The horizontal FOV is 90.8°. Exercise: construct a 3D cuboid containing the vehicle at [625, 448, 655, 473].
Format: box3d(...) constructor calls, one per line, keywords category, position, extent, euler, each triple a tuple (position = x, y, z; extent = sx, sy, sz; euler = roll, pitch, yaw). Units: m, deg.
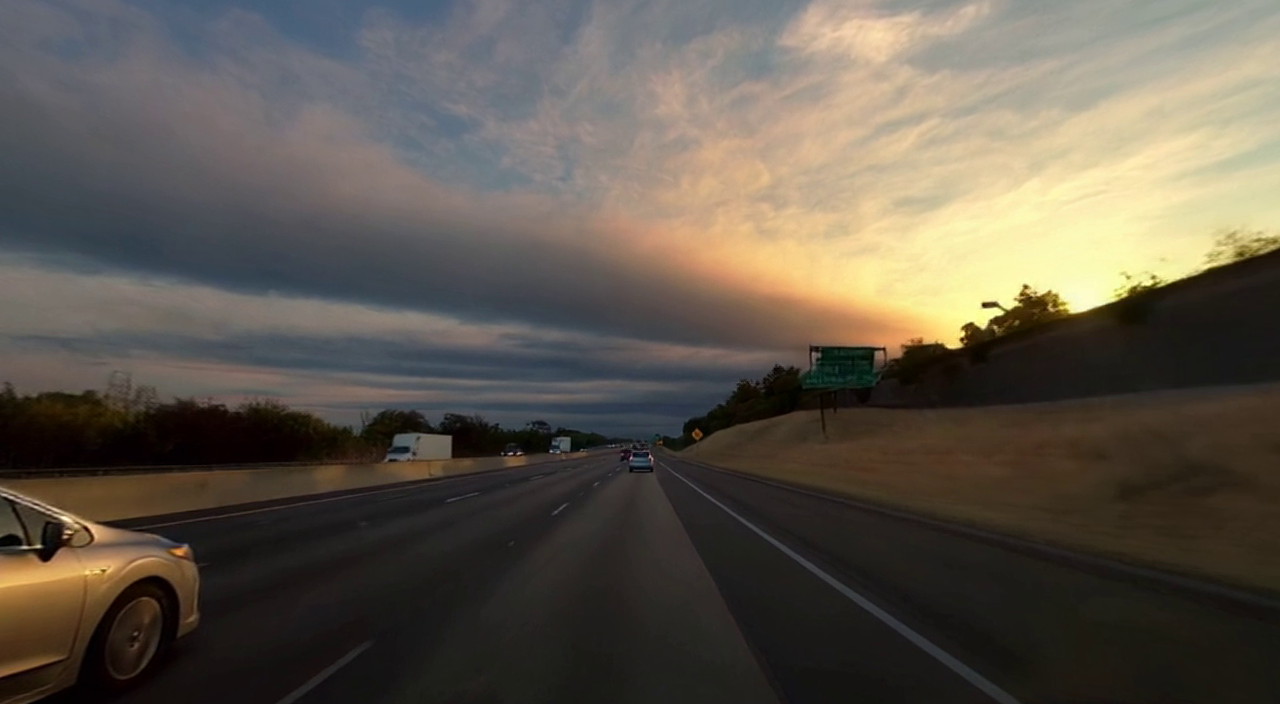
box3d(category="vehicle", position=(0.007, 7.075, 41.312), extent=(1.908, 1.515, 3.871), euler=(0, -9, 0))
